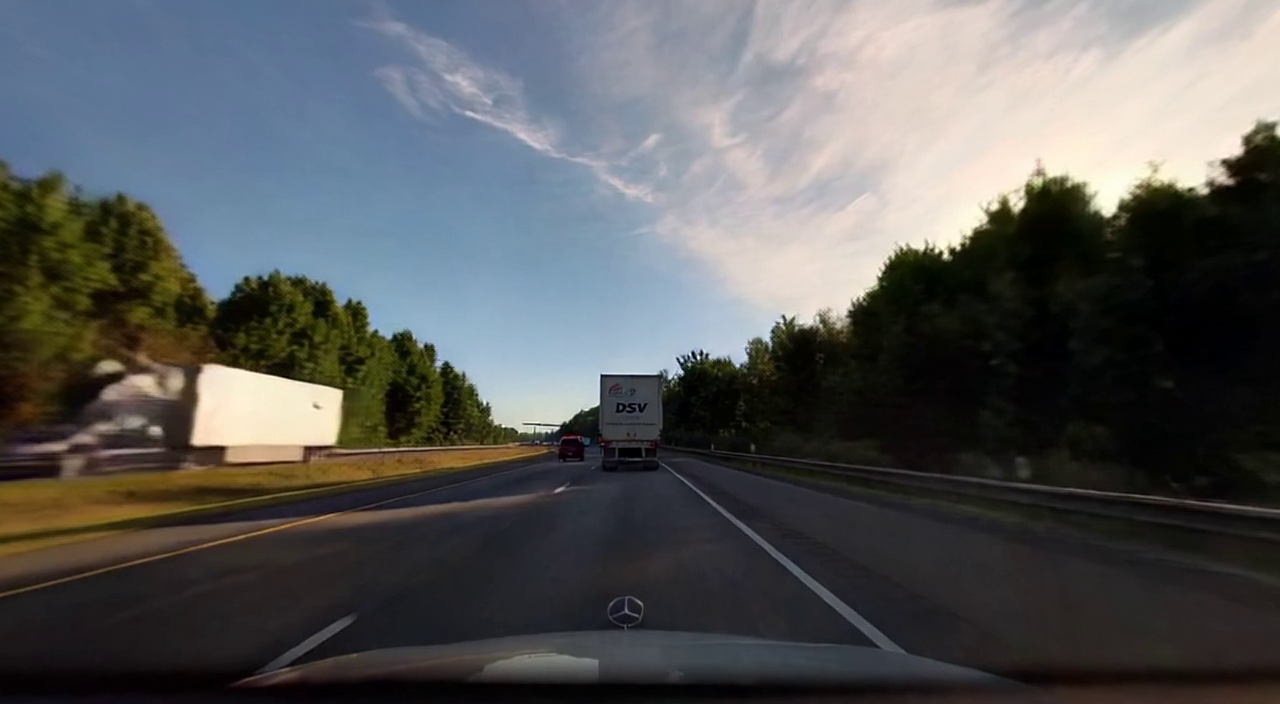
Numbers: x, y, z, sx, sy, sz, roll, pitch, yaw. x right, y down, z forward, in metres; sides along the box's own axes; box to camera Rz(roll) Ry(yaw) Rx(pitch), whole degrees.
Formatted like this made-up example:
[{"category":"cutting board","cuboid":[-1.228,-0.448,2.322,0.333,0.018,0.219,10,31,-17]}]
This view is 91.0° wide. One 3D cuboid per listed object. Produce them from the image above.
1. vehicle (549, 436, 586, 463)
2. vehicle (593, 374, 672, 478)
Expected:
[{"category":"vehicle","cuboid":[-5.085,6.889,44.648,2.086,1.778,4.544,0,-8,0]},{"category":"vehicle","cuboid":[-0.397,3.517,29.036,2.969,3.957,10.270,0,-8,-1]}]
